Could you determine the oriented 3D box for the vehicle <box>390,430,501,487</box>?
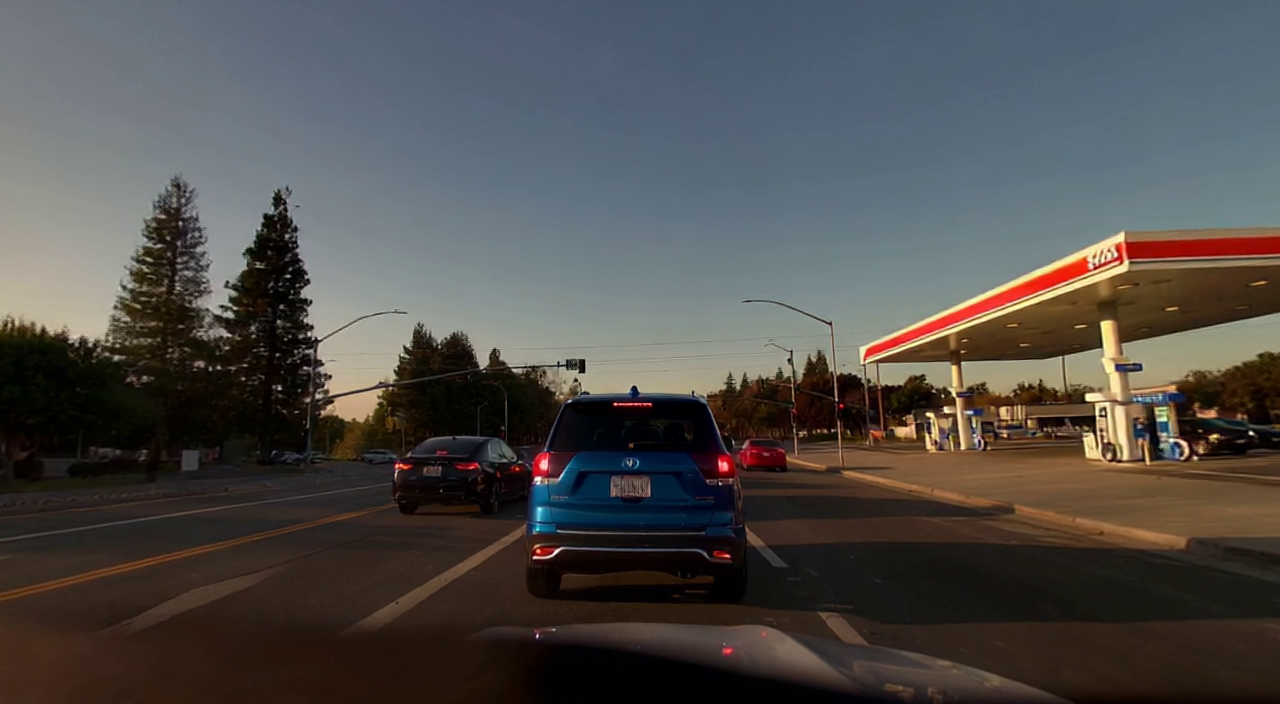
[{"bbox_3d":[-6.646,3.710,22.178,2.065,1.753,4.525,-1,-9,6],"label":"vehicle"}]

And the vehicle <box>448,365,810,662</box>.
[{"bbox_3d":[0.011,1.316,6.134,2.236,1.819,4.291,-1,-9,2],"label":"vehicle"}]

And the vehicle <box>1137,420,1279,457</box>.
[{"bbox_3d":[25.956,3.964,28.776,4.551,1.616,1.973,-2,-9,11],"label":"vehicle"}]
